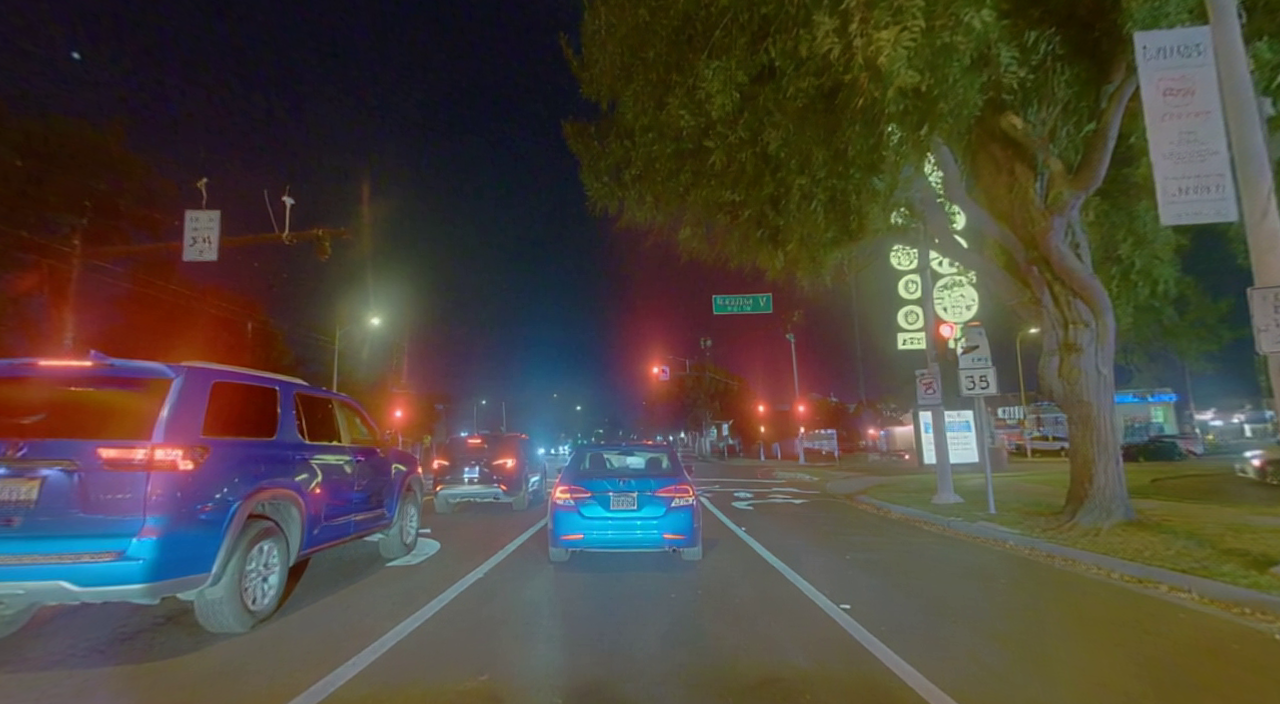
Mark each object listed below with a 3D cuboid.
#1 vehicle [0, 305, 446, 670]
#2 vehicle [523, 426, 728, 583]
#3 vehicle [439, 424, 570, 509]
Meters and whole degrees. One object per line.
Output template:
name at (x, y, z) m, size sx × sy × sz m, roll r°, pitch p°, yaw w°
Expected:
vehicle at (-3.819, 1.135, 6.227) m, size 2.152 × 2.118 × 5.066 m, roll 0°, pitch -8°, yaw 0°
vehicle at (-0.169, 1.781, 8.184) m, size 1.966 × 1.481 × 4.146 m, roll 0°, pitch -8°, yaw -1°
vehicle at (-2.928, 2.593, 14.605) m, size 2.047 × 1.664 × 4.148 m, roll 0°, pitch -8°, yaw 1°
